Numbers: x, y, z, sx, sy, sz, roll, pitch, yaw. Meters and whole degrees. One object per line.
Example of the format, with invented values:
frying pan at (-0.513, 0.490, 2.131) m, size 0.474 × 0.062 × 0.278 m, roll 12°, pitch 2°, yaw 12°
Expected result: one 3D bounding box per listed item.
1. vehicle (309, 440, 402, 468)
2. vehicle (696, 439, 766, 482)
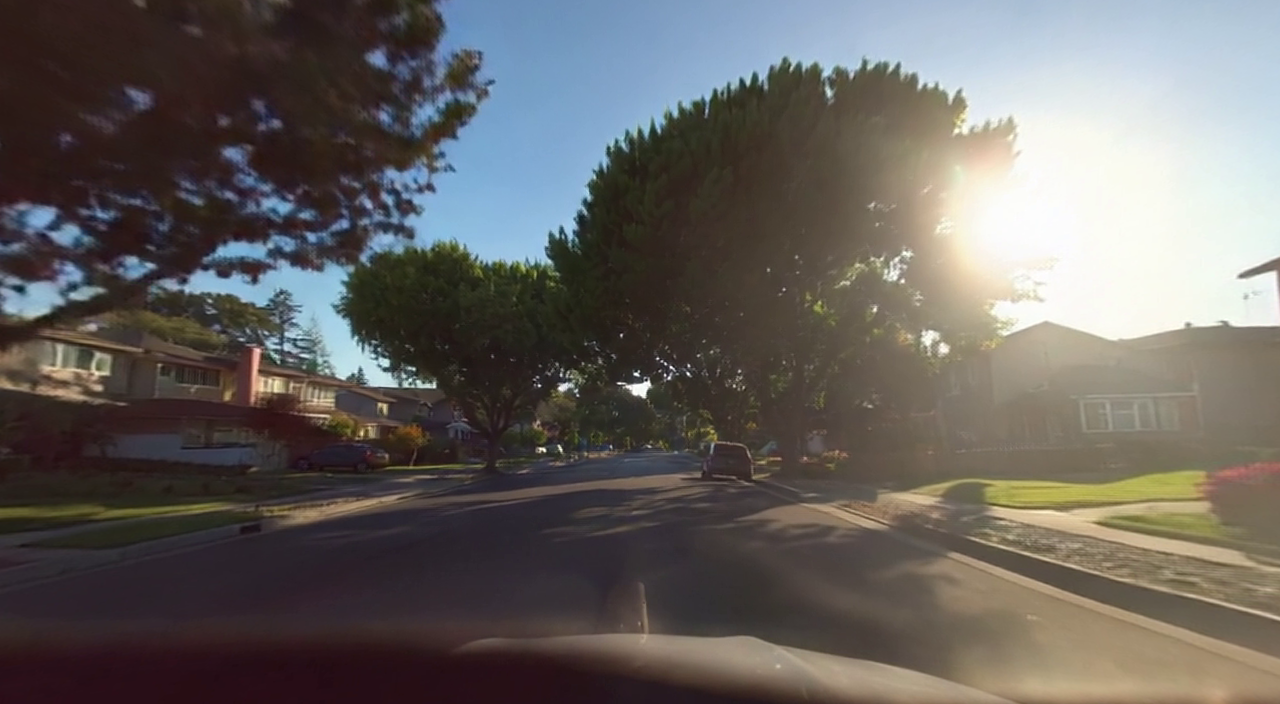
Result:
vehicle at (-17.115, 6.166, 38.170) m, size 4.607 × 1.573 × 2.058 m, roll 0°, pitch -8°, yaw -5°
vehicle at (3.668, 4.489, 26.445) m, size 2.136 × 1.596 × 4.790 m, roll 0°, pitch -9°, yaw -1°
